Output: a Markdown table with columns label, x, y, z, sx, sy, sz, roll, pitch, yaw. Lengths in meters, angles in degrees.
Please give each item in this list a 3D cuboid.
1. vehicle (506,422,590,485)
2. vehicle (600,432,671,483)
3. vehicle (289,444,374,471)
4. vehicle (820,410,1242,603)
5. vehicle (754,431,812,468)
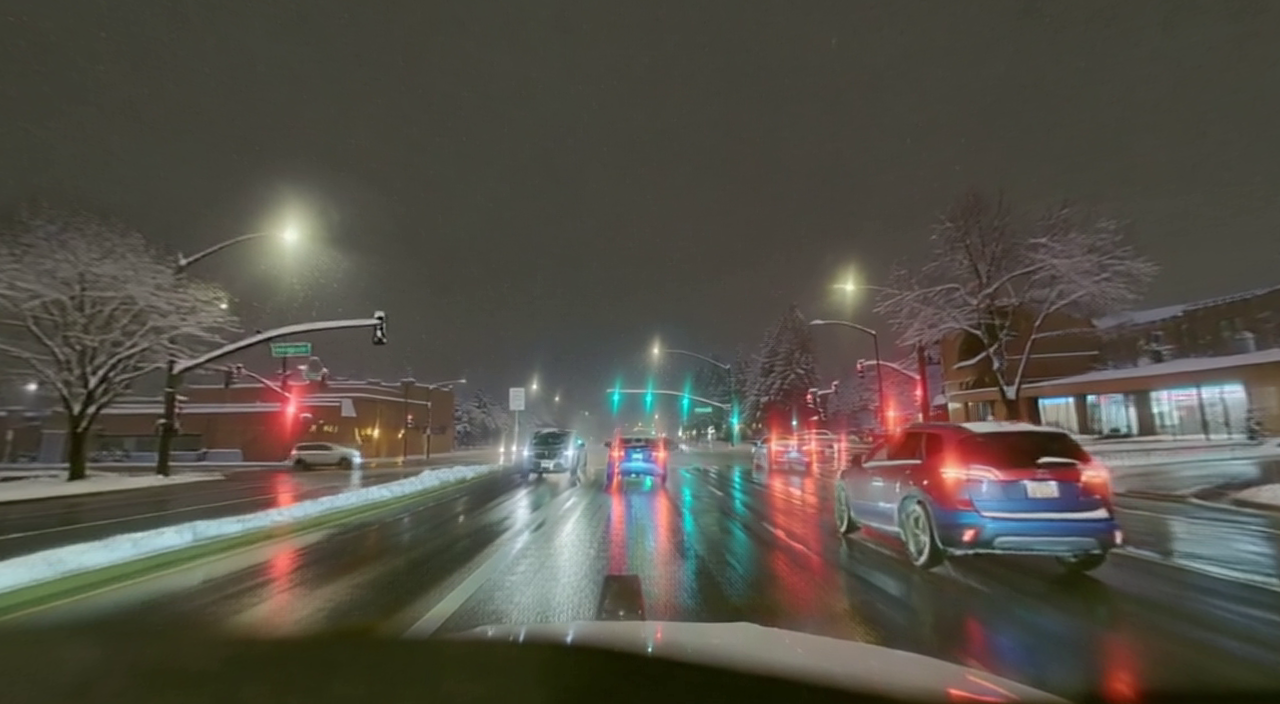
| label | x | y | z | sx | sy | sz | roll | pitch | yaw |
| --- | --- | --- | --- | --- | --- | --- | --- | --- | --- |
| vehicle | -2.870 | 3.317 | 20.877 | 2.064 | 1.825 | 4.760 | 0 | -8 | 0 |
| vehicle | -0.151 | 3.400 | 20.566 | 2.097 | 1.480 | 4.006 | 0 | -8 | 0 |
| vehicle | -19.173 | 6.536 | 39.299 | 4.561 | 1.588 | 1.832 | 4 | -10 | -29 |
| vehicle | 3.668 | 1.515 | 7.144 | 1.861 | 1.473 | 4.393 | 0 | -8 | -2 |
| vehicle | 7.074 | 4.868 | 31.637 | 1.894 | 1.693 | 4.110 | 0 | -8 | -1 |
